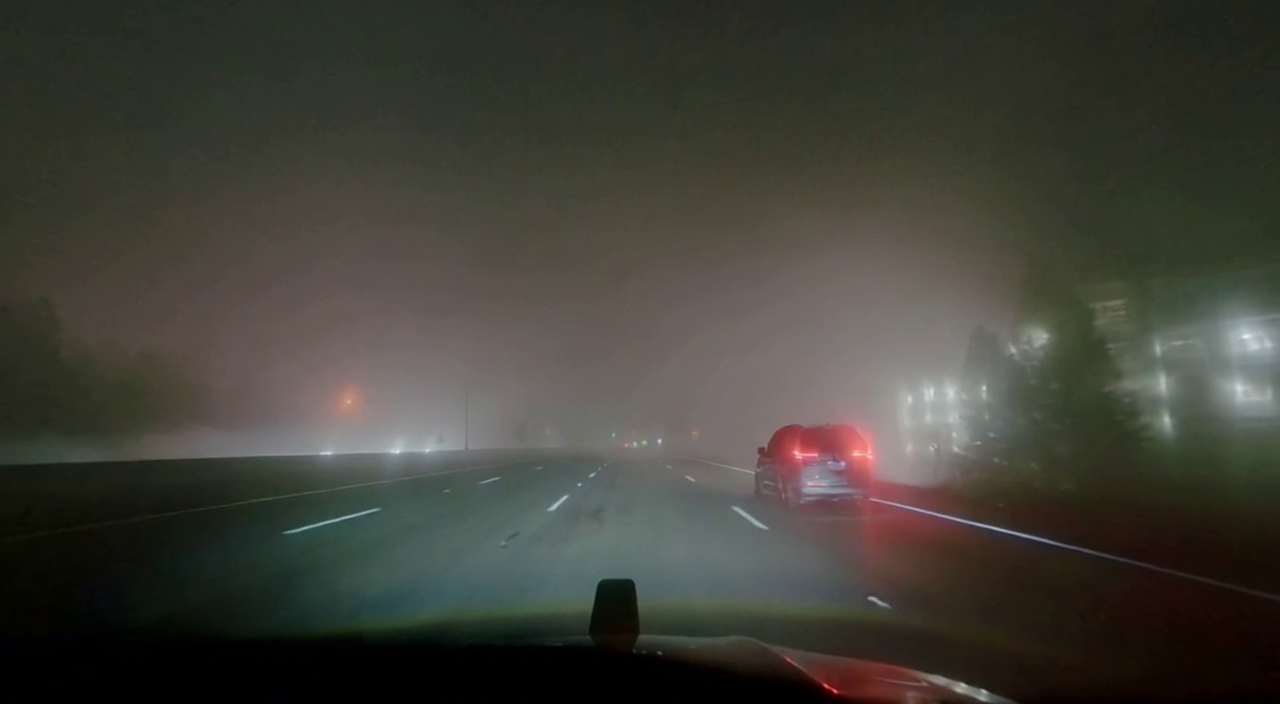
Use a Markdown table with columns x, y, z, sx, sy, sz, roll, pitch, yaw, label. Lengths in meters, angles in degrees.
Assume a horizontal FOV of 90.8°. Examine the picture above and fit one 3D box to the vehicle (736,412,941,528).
| x | y | z | sx | sy | sz | roll | pitch | yaw | label |
| --- | --- | --- | --- | --- | --- | --- | --- | --- | --- |
| 3.448 | 2.193 | 12.312 | 2.212 | 1.753 | 5.064 | 0 | -9 | -2 | vehicle |
